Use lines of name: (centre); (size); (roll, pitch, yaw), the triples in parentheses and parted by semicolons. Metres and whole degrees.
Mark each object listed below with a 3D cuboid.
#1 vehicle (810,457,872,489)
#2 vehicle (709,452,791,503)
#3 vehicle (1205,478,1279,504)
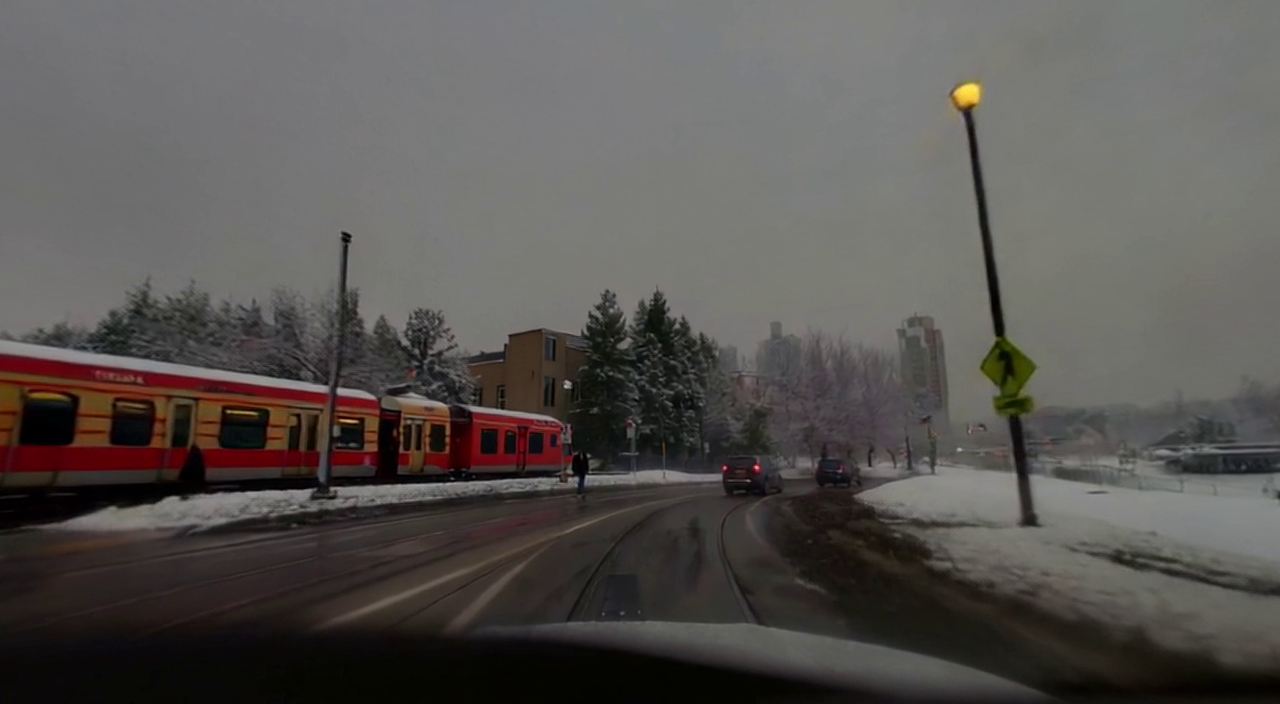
vehicle: (12.147, 7.237, 38.073); (2.010, 1.725, 4.320); (-7, -11, 39)
vehicle: (4.506, 4.931, 25.313); (2.263, 1.765, 4.237); (-4, -9, 23)
vehicle: (40.135, 9.144, 41.558); (3.934, 1.480, 1.728); (-4, -9, 22)
